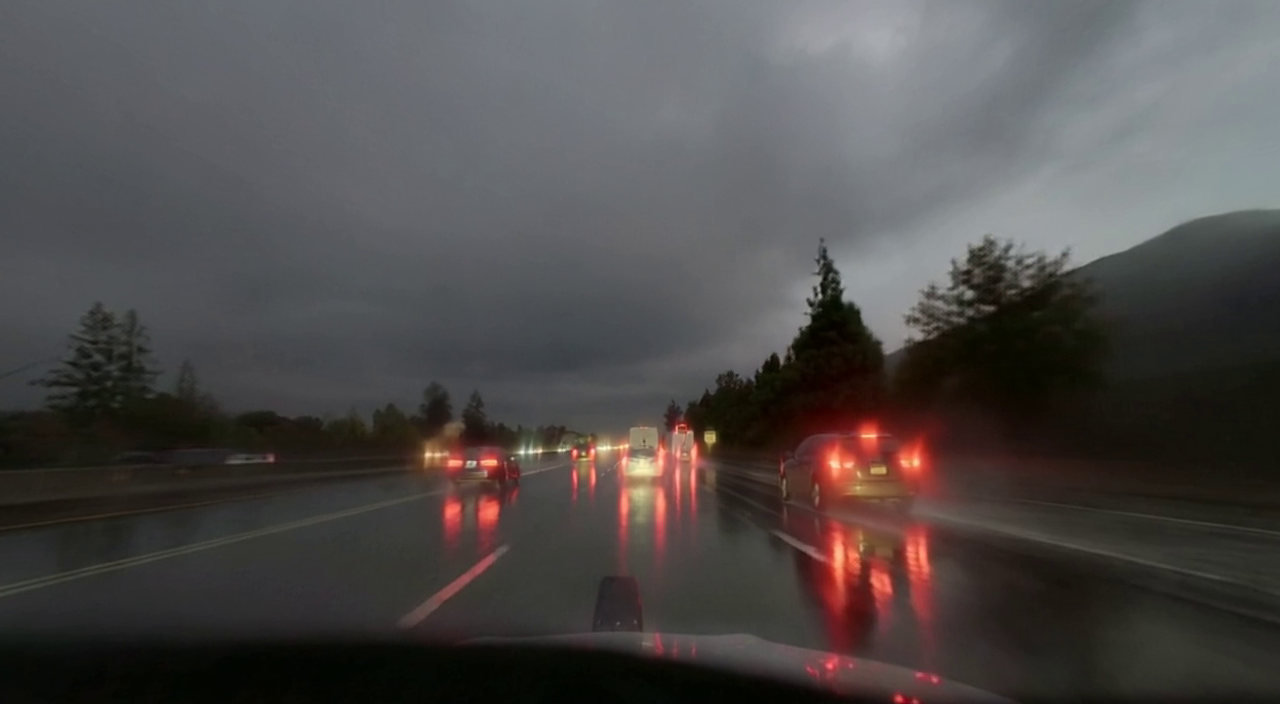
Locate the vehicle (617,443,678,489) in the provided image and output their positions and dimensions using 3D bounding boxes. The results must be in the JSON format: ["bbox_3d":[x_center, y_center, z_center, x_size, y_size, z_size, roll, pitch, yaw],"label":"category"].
[{"bbox_3d":[0.252,4.153,23.167,2.015,1.526,4.286,0,-9,0],"label":"vehicle"}]

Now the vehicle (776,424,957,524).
[{"bbox_3d":[4.260,2.371,12.624,2.018,1.639,4.149,0,-9,-1],"label":"vehicle"}]

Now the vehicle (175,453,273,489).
[{"bbox_3d":[-20.378,5.806,30.941,1.901,1.582,4.159,-1,-9,1],"label":"vehicle"}]

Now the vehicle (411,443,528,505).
[{"bbox_3d":[-4.537,3.297,17.438,1.967,1.473,4.439,0,-9,1],"label":"vehicle"}]

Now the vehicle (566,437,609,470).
[{"bbox_3d":[-3.256,6.446,39.881,2.230,1.973,4.403,-1,-9,2],"label":"vehicle"}]
